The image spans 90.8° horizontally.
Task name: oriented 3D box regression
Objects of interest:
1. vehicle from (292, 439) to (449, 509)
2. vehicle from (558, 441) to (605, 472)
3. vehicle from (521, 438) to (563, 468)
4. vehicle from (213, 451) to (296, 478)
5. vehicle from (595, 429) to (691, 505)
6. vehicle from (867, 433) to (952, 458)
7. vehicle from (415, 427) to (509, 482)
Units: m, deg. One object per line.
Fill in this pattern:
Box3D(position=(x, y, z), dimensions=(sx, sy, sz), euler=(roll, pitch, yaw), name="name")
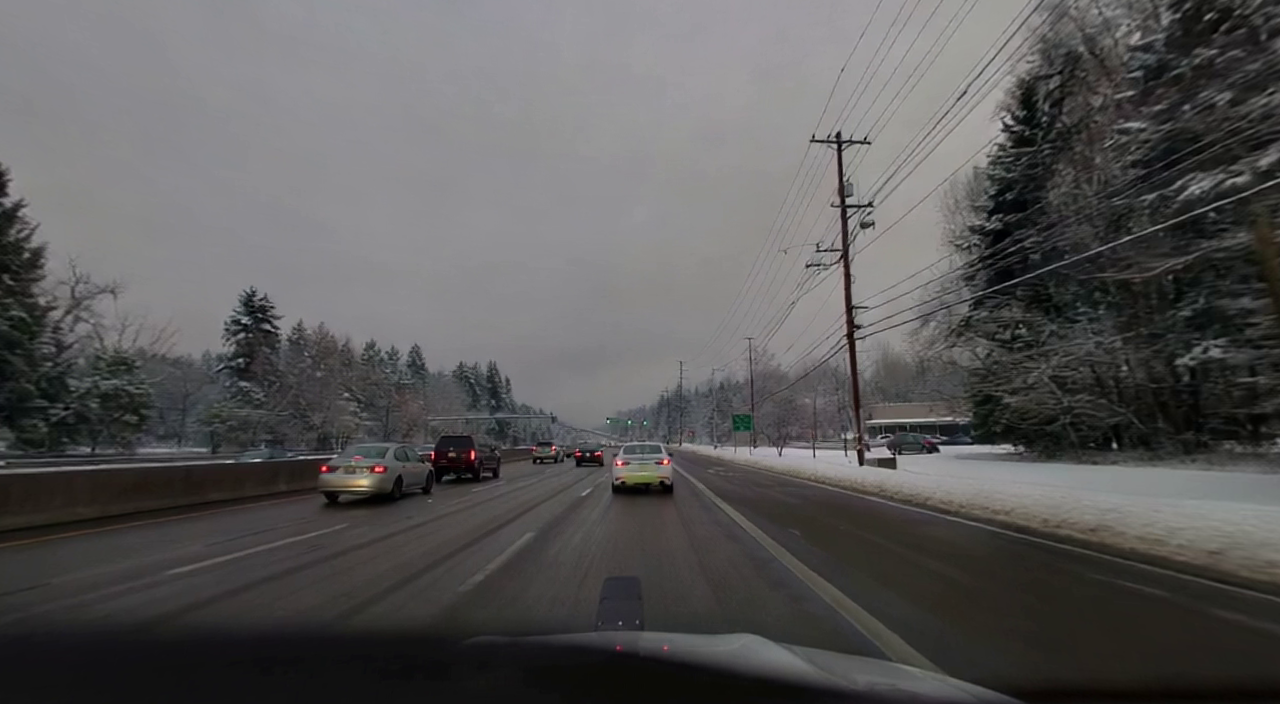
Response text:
Box3D(position=(-6.474, 2.954, 15.843), dimensions=(1.900, 1.483, 4.547), euler=(0, -8, 0), name="vehicle")
Box3D(position=(-3.023, 5.485, 33.471), dimensions=(2.055, 1.510, 3.961), euler=(0, -8, 2), name="vehicle")
Box3D(position=(-6.114, 6.354, 39.957), dimensions=(1.914, 1.756, 4.179), euler=(0, -8, 1), name="vehicle")
Box3D(position=(-22.639, 6.603, 37.323), dimensions=(1.911, 1.439, 4.742), euler=(0, -8, 0), name="vehicle")
Box3D(position=(0.068, 2.862, 16.160), dimensions=(2.140, 1.653, 4.108), euler=(0, -8, 0), name="vehicle")
Box3D(position=(17.777, 6.213, 41.784), dimensions=(4.659, 1.572, 2.019), euler=(0, -8, 0), name="vehicle")
Box3D(position=(-6.739, 3.963, 24.639), dimensions=(2.144, 1.905, 4.967), euler=(0, -8, 1), name="vehicle")
